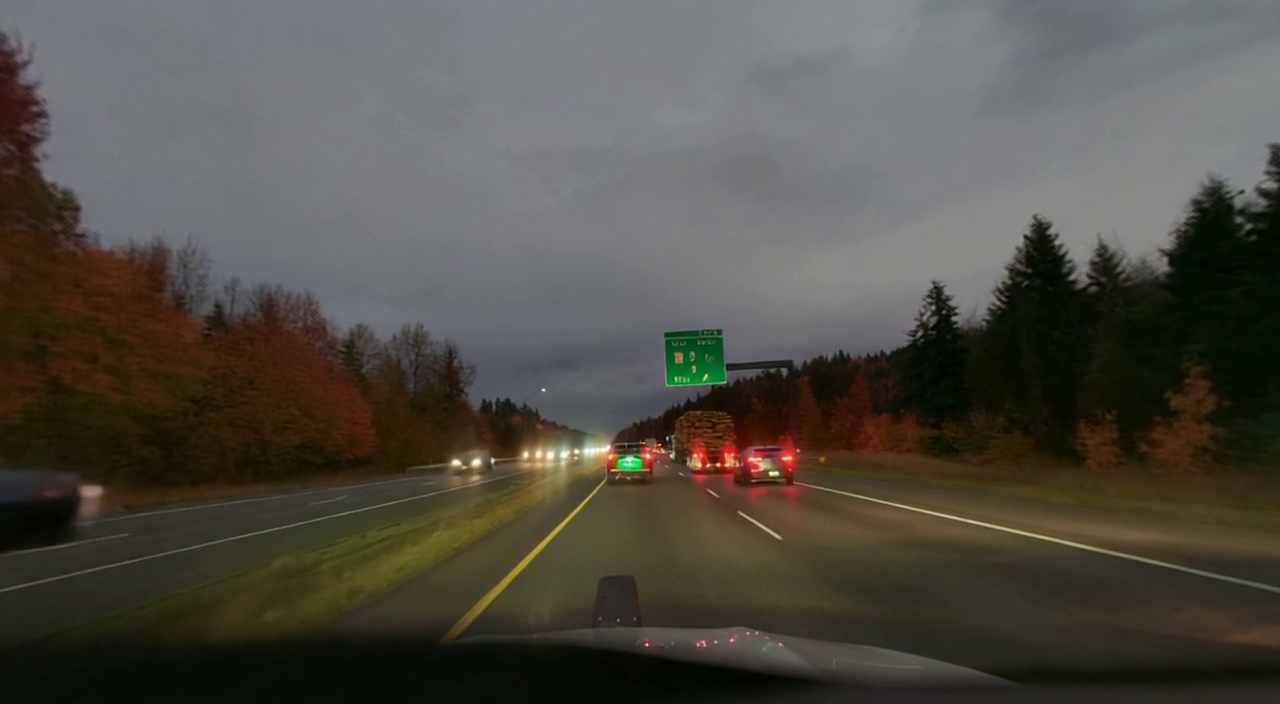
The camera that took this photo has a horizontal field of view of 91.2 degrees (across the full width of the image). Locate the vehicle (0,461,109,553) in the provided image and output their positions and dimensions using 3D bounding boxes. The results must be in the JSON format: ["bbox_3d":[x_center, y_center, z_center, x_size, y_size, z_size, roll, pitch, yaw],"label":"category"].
[{"bbox_3d":[-12.658,2.866,11.444,1.987,1.612,4.522,0,-9,-1],"label":"vehicle"}]

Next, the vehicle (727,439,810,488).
[{"bbox_3d":[4.785,4.229,24.074,2.057,1.660,4.525,0,-9,-2],"label":"vehicle"}]

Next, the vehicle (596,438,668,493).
[{"bbox_3d":[-0.293,3.860,21.697,2.263,1.699,3.936,0,-9,-1],"label":"vehicle"}]

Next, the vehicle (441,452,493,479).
[{"bbox_3d":[-12.154,8.014,44.471,2.191,1.683,4.795,-1,-9,2],"label":"vehicle"}]

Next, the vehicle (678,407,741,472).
[{"bbox_3d":[4.538,5.991,42.637,3.125,3.895,8.461,0,-9,-1],"label":"vehicle"}]
